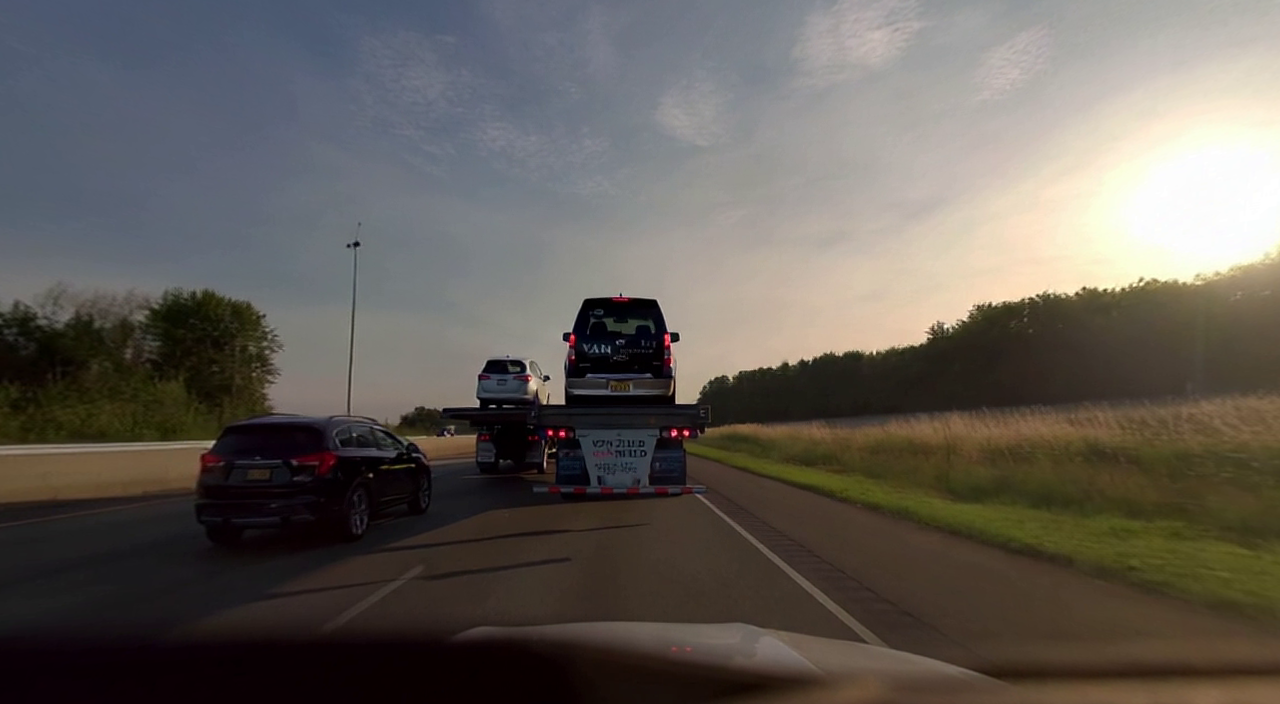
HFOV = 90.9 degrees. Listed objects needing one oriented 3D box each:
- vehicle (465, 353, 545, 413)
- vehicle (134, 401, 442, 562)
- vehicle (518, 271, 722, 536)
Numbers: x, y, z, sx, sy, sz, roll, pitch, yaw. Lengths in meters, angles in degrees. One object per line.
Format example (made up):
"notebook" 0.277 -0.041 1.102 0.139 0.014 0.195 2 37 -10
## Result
"vehicle" -4.726 1.215 22.801 2.118 1.799 4.591 0 -7 -3
"vehicle" -4.396 1.649 8.871 1.914 1.675 4.331 0 -7 -2
"vehicle" -0.406 1.259 13.273 2.738 3.628 9.223 0 -7 -2
